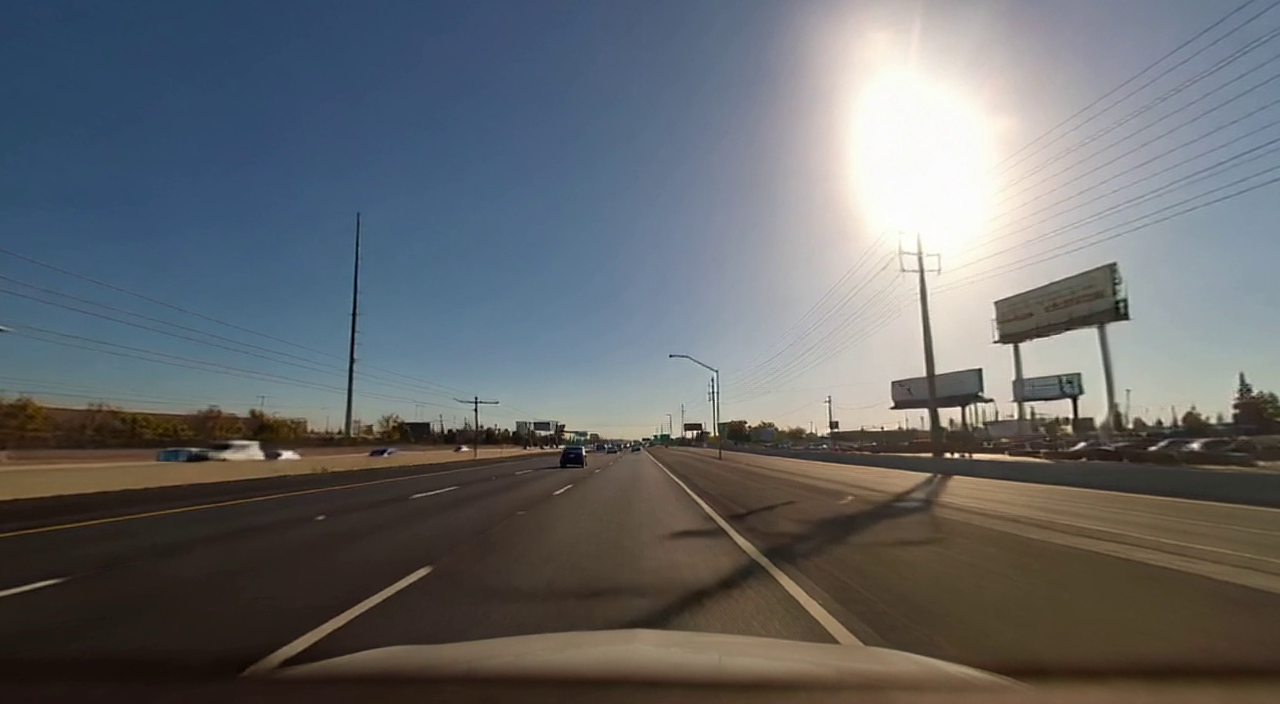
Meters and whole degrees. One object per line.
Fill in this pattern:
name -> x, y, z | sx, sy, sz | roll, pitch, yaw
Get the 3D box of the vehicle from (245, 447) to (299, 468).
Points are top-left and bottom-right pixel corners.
vehicle -> -28.644, 8.229, 49.304 | 1.786, 1.557, 3.981 | 0, -9, 1

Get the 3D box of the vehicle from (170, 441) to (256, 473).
vehicle -> -25.445, 6.258, 37.895 | 1.857, 1.789, 4.628 | 0, -9, 0

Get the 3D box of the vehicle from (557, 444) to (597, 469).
vehicle -> -3.874, 6.471, 39.400 | 1.940, 1.479, 4.545 | 0, -9, 1
